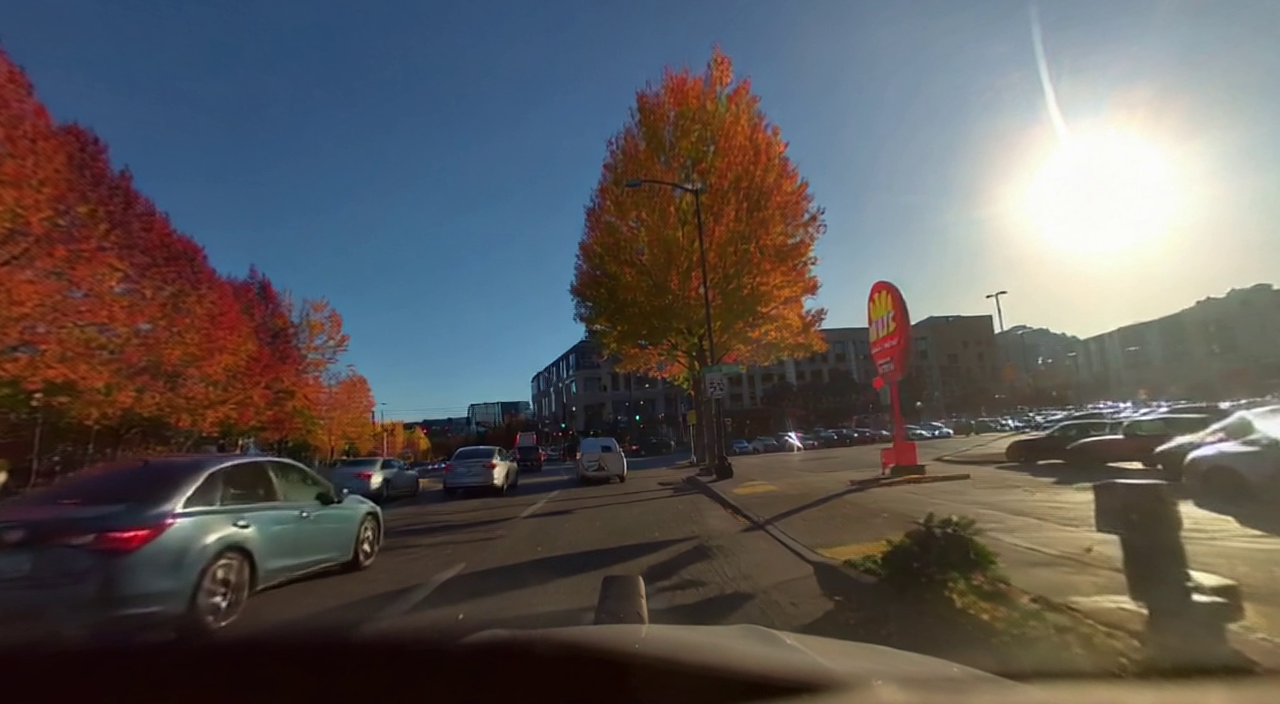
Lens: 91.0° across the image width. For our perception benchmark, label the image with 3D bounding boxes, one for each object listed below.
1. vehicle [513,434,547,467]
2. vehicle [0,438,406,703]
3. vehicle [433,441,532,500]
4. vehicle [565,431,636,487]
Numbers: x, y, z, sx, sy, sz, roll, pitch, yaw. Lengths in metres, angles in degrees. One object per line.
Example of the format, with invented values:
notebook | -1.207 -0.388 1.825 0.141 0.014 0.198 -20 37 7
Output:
vehicle | -7.249 6.506 41.566 2.082 2.018 4.308 2 -9 -9
vehicle | -4.265 1.609 5.974 2.090 1.506 5.326 1 -9 -1
vehicle | -4.630 3.529 19.232 1.974 1.549 4.603 1 -9 -2
vehicle | -1.379 3.586 21.336 2.144 1.704 4.028 1 -9 -5
